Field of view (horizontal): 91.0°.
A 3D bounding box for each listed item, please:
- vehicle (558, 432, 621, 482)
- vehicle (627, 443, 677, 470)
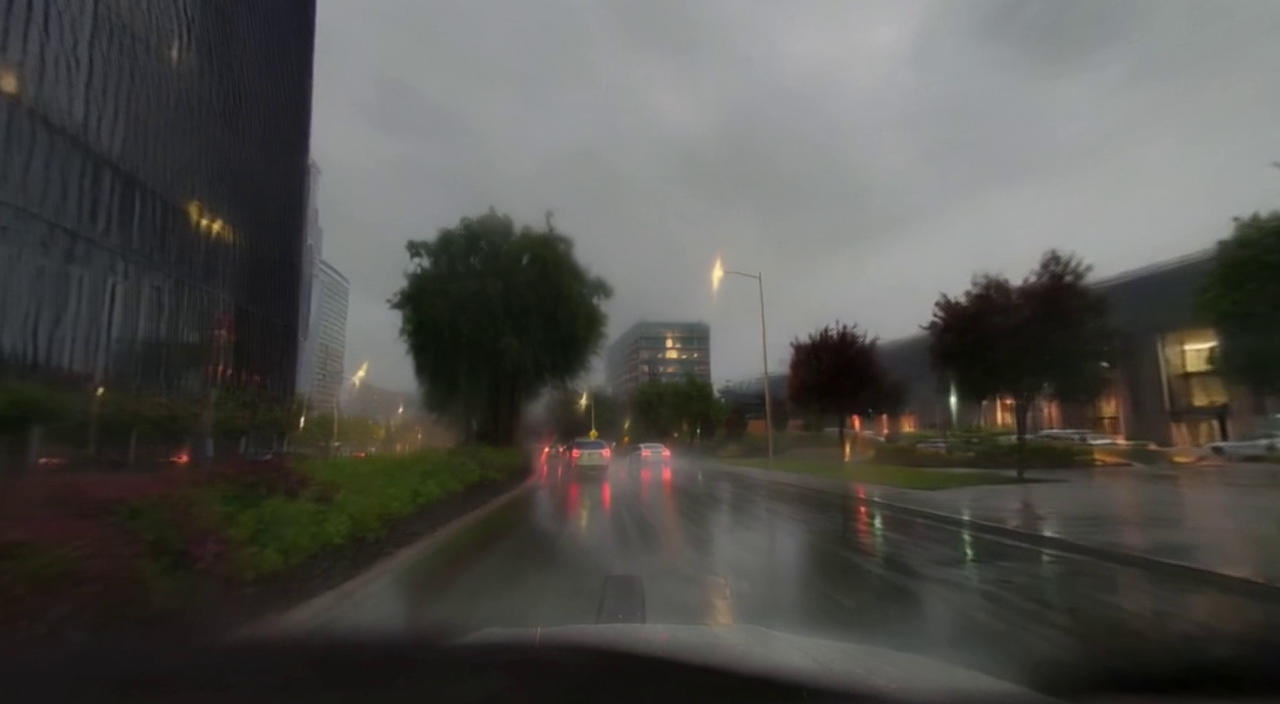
[{"bbox_3d":[-1.977,4.033,24.442,2.173,1.761,4.374,1,-9,-5],"label":"vehicle"},{"bbox_3d":[0.653,6.205,37.692,2.116,1.506,4.355,2,-9,-10],"label":"vehicle"}]
